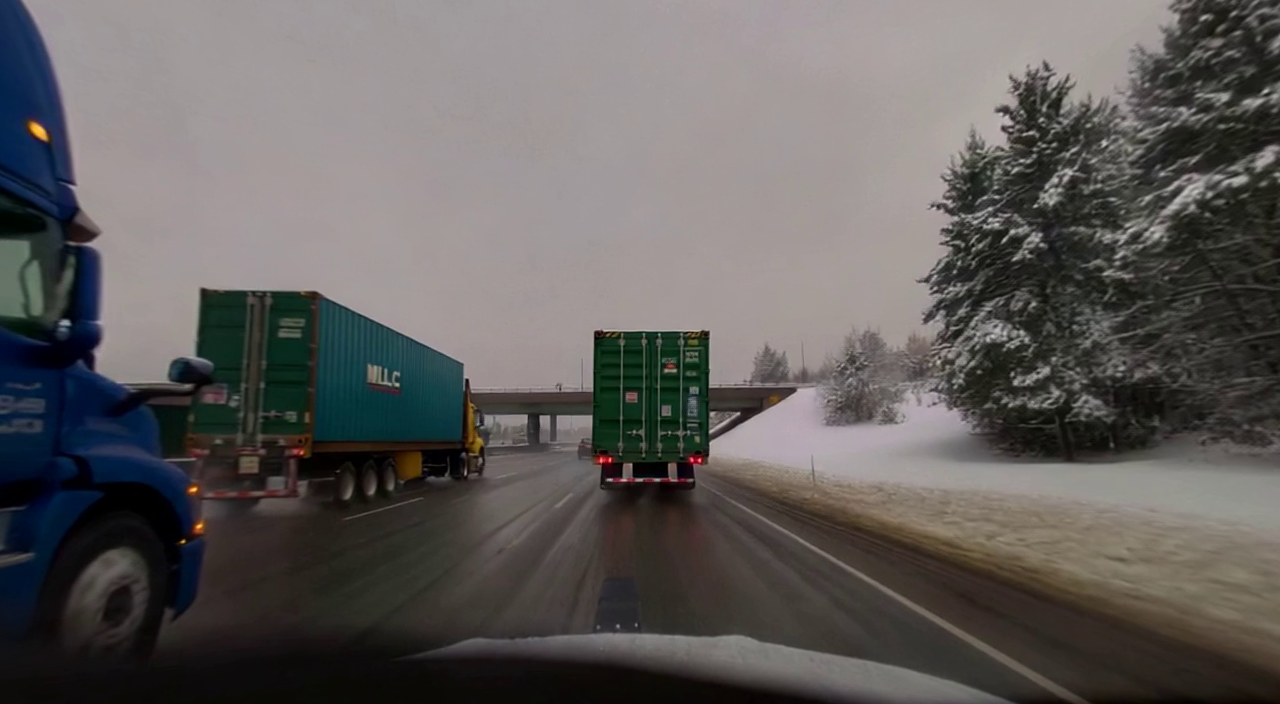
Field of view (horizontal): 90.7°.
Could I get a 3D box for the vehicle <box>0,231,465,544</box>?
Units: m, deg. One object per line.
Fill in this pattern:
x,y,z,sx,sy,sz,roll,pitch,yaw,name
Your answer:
-7.170,1.279,14.271,3.023,4.139,11.860,0,-9,0,vehicle

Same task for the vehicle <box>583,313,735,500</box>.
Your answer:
0.351,1.744,18.020,3.357,4.212,7.519,0,-9,-1,vehicle
